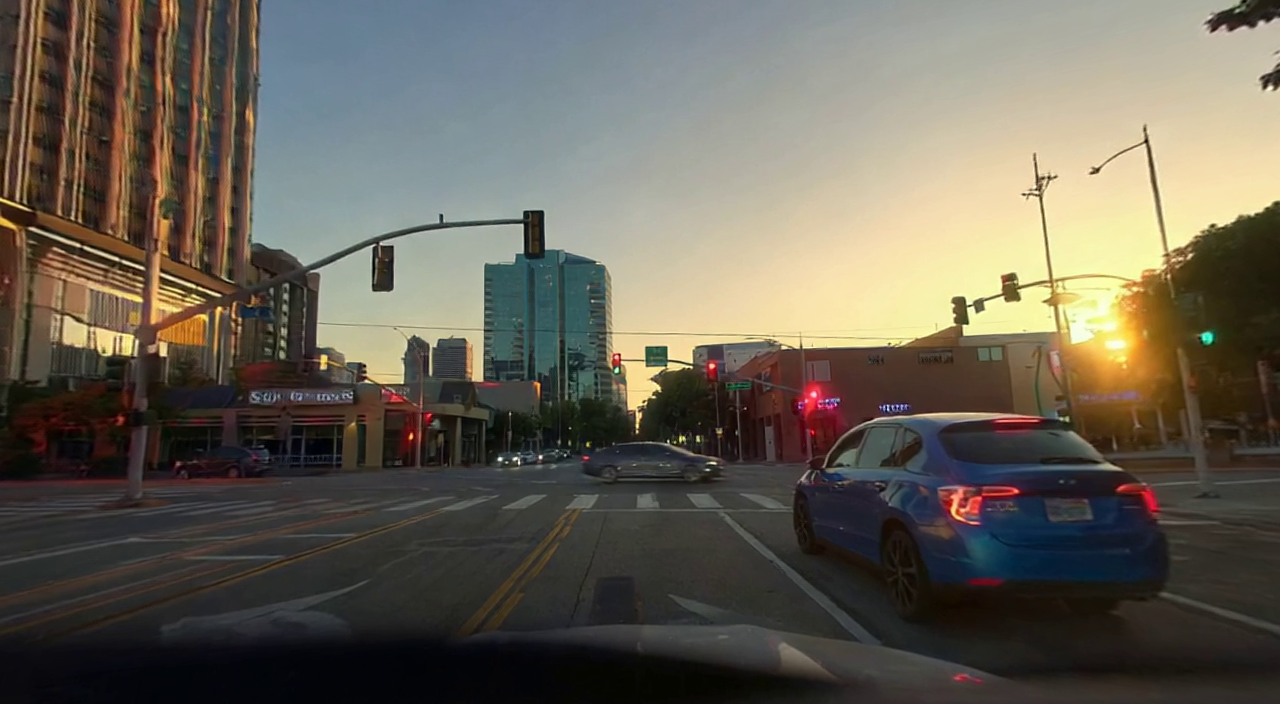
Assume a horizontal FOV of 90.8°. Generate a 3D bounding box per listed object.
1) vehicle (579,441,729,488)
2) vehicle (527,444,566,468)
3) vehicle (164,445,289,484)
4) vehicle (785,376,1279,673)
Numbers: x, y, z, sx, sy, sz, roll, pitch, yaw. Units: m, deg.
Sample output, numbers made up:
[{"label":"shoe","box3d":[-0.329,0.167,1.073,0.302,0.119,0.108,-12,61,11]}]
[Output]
[{"label":"vehicle","box3d":[0.527,3.788,21.486,4.878,1.488,1.888,-2,-9,9]},{"label":"vehicle","box3d":[-7.138,8.021,48.847,2.181,1.703,4.512,-1,-8,2]},{"label":"vehicle","box3d":[-21.385,5.781,32.748,5.161,1.910,2.275,-2,-9,11]},{"label":"vehicle","box3d":[2.963,1.314,5.933,2.049,1.691,4.447,0,-8,-1]}]
